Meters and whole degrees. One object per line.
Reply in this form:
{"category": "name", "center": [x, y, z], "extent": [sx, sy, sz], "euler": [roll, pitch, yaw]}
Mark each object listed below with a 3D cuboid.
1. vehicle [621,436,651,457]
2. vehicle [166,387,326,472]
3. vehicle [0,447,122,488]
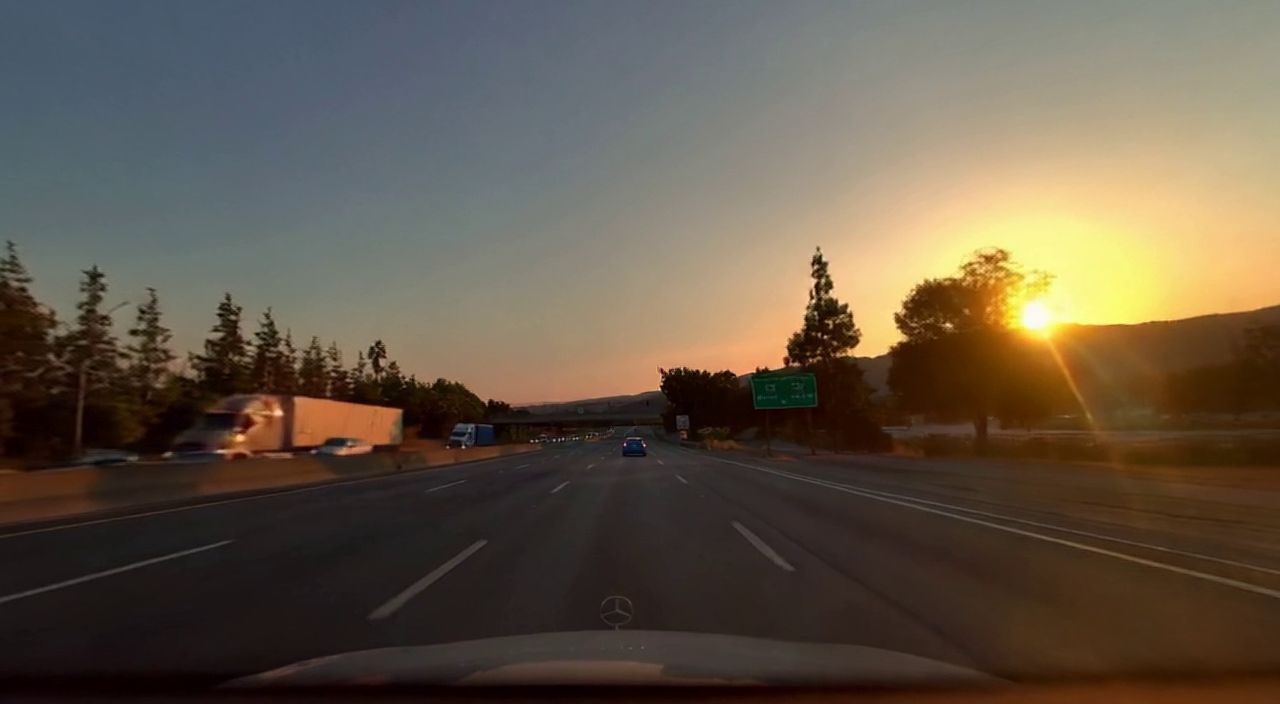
{"category": "vehicle", "center": [-0.319, 6.868, 45.743], "extent": [2.028, 1.440, 3.690], "euler": [0, -8, -2]}
{"category": "vehicle", "center": [-18.972, 3.898, 31.173], "extent": [2.910, 3.648, 7.942], "euler": [0, -8, -2]}
{"category": "vehicle", "center": [-22.725, 4.485, 24.710], "extent": [1.735, 1.426, 3.633], "euler": [0, -8, -1]}
